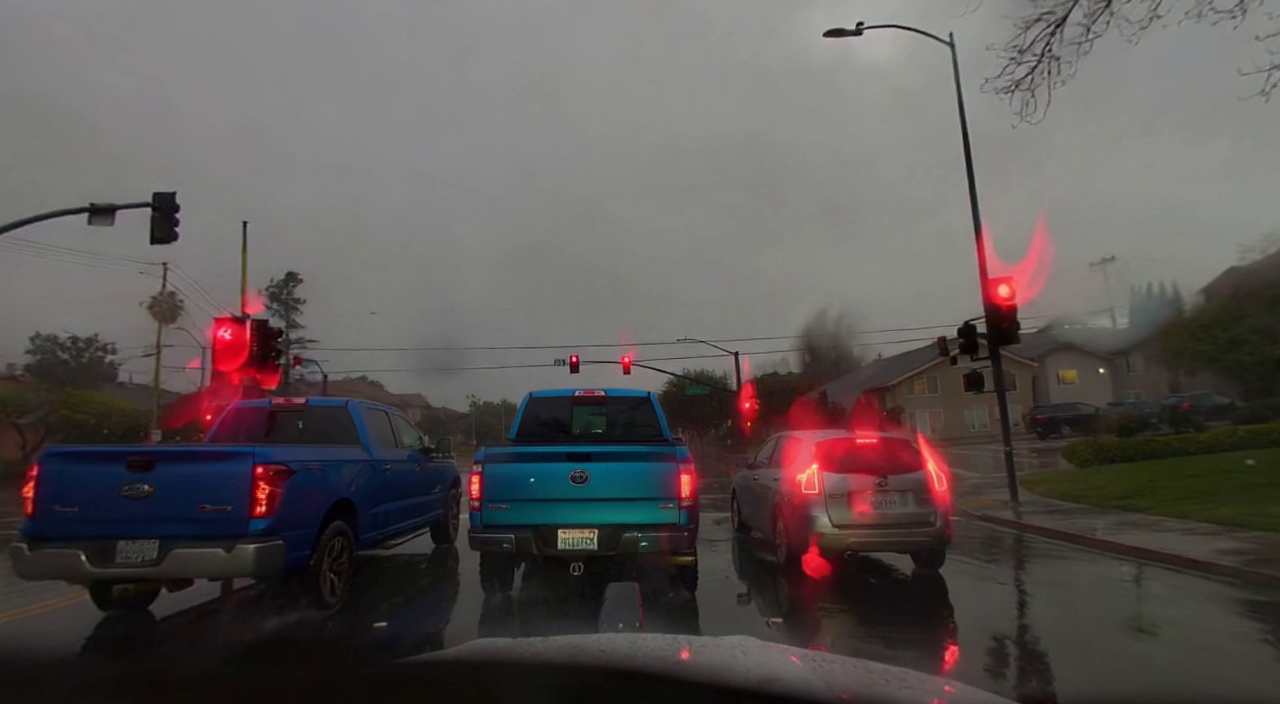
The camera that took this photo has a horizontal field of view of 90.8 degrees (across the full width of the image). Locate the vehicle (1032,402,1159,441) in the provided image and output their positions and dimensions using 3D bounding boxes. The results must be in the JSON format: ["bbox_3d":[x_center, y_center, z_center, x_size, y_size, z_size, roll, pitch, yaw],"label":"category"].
[{"bbox_3d":[23.288,3.598,32.483,4.721,1.866,2.188,0,-9,2],"label":"vehicle"}]

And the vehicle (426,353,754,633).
[{"bbox_3d":[-0.389,1.312,6.740,2.282,1.964,4.421,0,-9,-1],"label":"vehicle"}]

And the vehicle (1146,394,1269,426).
[{"bbox_3d":[29.278,3.041,32.691,4.540,1.543,1.803,0,-9,1],"label":"vehicle"}]

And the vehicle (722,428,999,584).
[{"bbox_3d":[2.412,1.815,8.311,2.016,1.481,4.336,0,-9,-1],"label":"vehicle"}]

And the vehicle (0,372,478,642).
[{"bbox_3d":[-3.463,1.435,6.959,2.146,1.828,5.148,0,-9,-2],"label":"vehicle"}]
